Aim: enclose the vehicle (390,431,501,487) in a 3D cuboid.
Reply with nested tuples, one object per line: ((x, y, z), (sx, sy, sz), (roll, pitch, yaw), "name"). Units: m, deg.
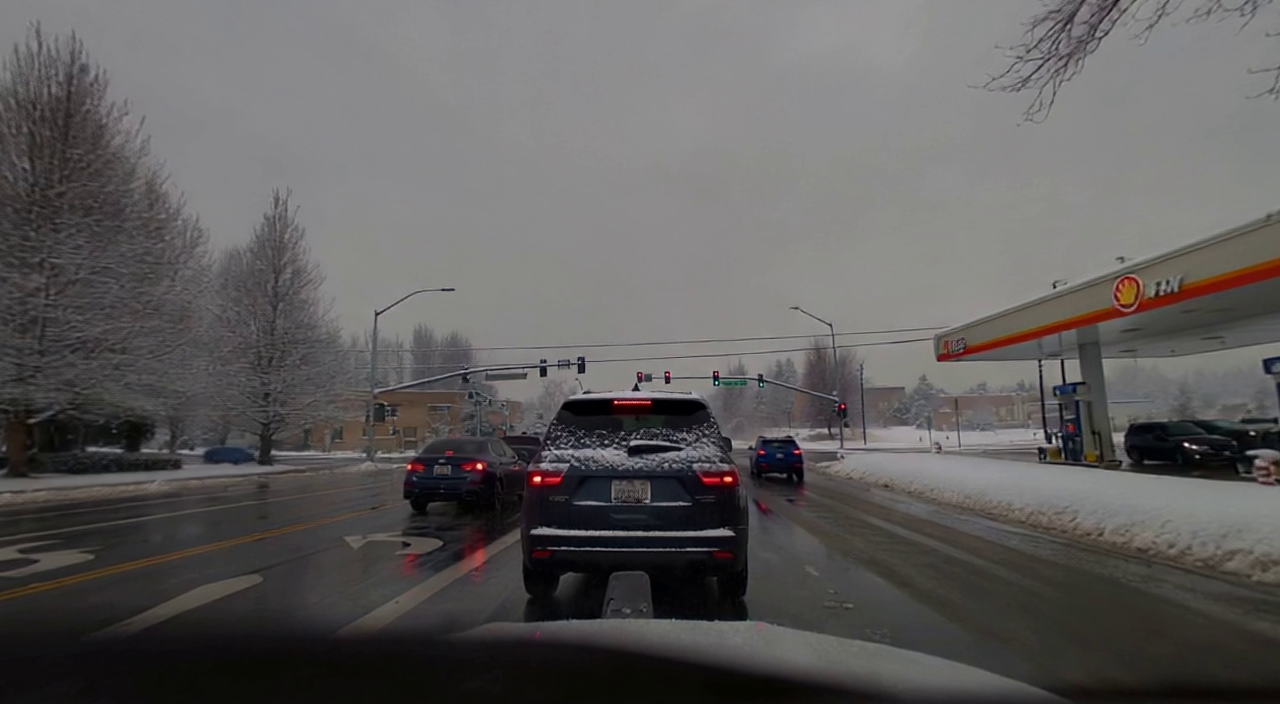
((-6.640, 3.716, 22.175), (2.065, 1.753, 4.525), (-1, -9, 6), "vehicle")

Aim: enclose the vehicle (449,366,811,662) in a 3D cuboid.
((0.017, 1.320, 6.142), (2.236, 1.819, 4.291), (0, -9, 2), "vehicle")

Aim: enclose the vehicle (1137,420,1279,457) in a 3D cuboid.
((25.956, 3.964, 28.781), (4.551, 1.616, 1.973), (-2, -9, 11), "vehicle")
